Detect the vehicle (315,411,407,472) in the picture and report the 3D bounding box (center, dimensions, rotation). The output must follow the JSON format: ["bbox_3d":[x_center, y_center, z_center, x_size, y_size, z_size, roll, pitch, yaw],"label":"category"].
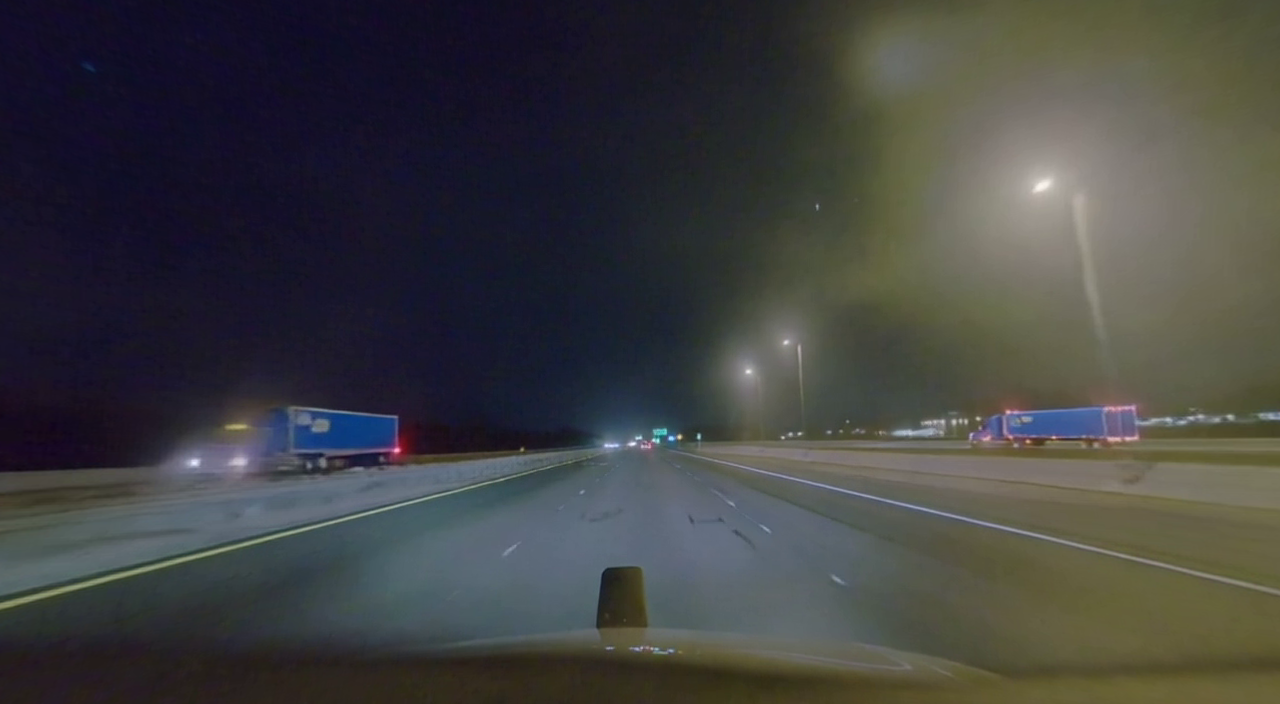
[{"bbox_3d":[-20.211,6.608,46.261,2.889,4.041,8.073,0,-8,0],"label":"vehicle"}]

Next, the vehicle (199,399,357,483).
[{"bbox_3d":[-20.261,5.141,36.337,2.981,4.105,10.065,0,-8,0],"label":"vehicle"}]
